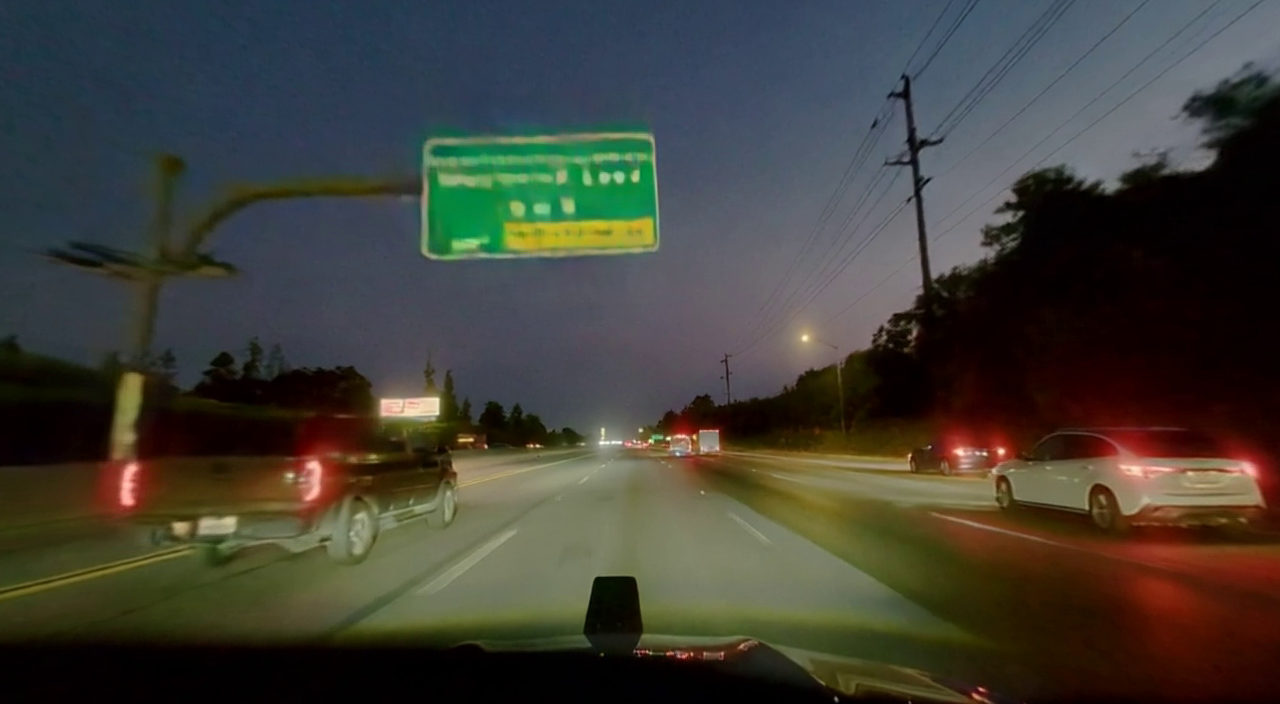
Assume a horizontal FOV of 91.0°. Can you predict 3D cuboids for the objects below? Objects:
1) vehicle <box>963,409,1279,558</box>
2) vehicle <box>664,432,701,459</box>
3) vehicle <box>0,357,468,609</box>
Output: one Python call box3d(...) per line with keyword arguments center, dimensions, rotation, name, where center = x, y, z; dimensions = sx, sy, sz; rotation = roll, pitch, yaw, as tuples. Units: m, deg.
box3d(center=(6.961, 1.794, 9.307), dimensions=(1.976, 1.646, 4.370), rotation=(0, -8, -1), name="vehicle")
box3d(center=(3.320, 7.424, 49.970), dimensions=(2.484, 2.024, 5.265), rotation=(0, -8, -1), name="vehicle")
box3d(center=(-4.381, 1.500, 8.229), dimensions=(2.508, 2.023, 6.176), rotation=(0, -8, 0), name="vehicle")
